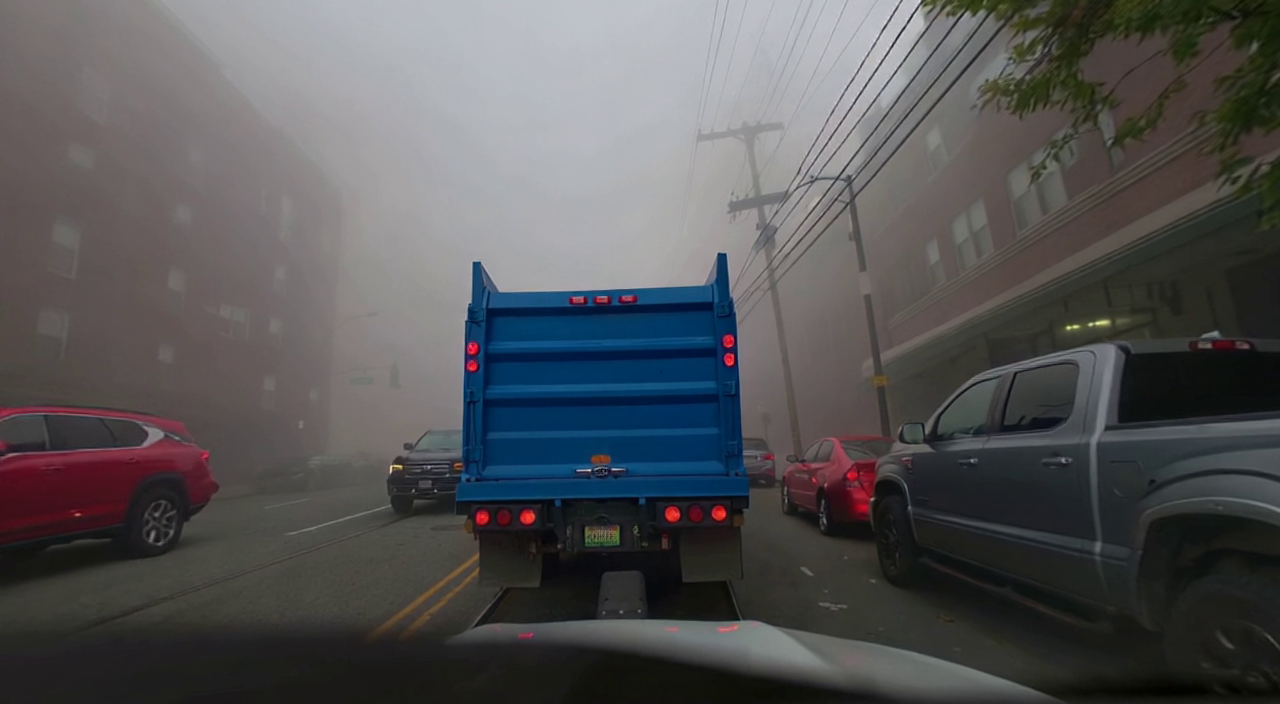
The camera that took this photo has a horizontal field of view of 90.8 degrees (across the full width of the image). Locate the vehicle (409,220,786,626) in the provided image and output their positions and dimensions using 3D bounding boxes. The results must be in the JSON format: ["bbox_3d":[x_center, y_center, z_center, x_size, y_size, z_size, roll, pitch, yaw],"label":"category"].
[{"bbox_3d":[-0.235,1.100,9.121,2.878,3.204,8.244,0,-8,1],"label":"vehicle"}]

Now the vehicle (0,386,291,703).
[{"bbox_3d":[-4.119,1.036,3.298,1.988,1.657,4.492,0,-8,0],"label":"vehicle"}]

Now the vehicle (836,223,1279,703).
[{"bbox_3d":[3.230,0.845,3.870,2.242,1.979,5.722,0,-8,0],"label":"vehicle"}]
